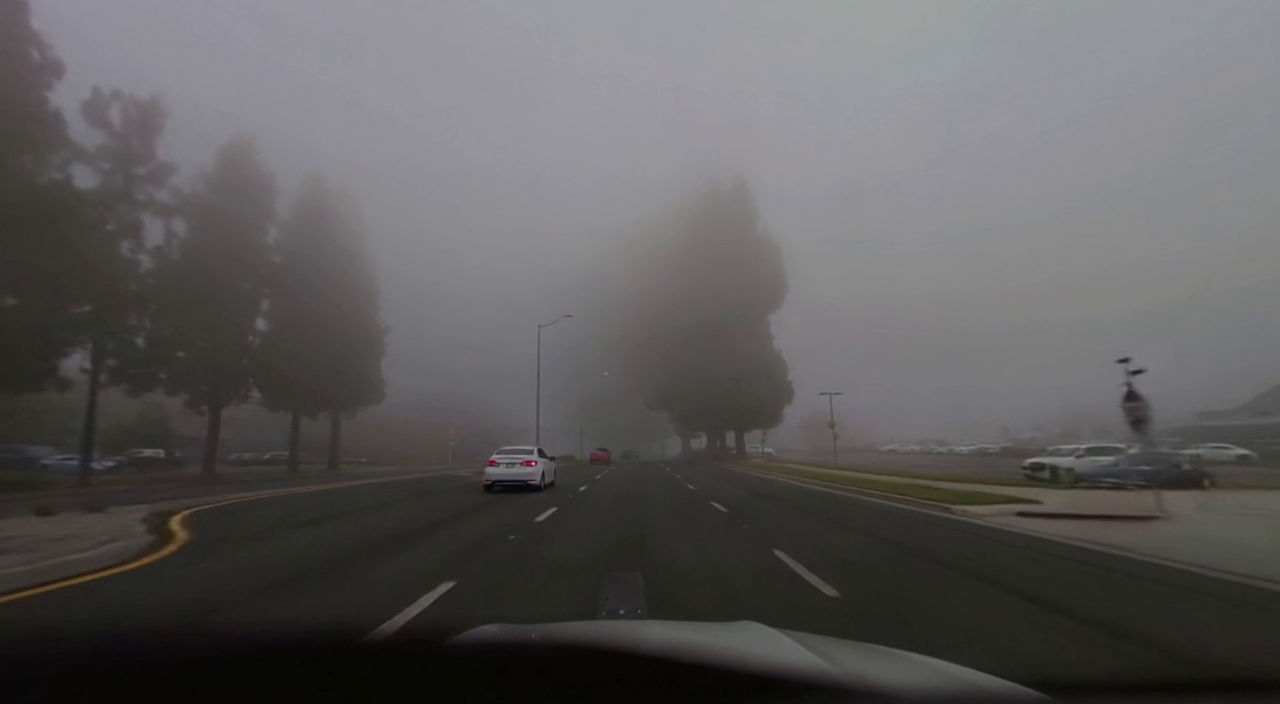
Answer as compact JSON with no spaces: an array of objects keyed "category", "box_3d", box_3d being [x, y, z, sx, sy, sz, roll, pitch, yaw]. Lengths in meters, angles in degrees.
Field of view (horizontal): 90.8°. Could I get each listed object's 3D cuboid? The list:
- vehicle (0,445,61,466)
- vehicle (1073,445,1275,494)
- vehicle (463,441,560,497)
[{"category":"vehicle","box_3d":[-46.145,7.694,46.727,4.508,1.446,2.058,-1,-9,-1]},{"category":"vehicle","box_3d":[16.215,3.566,19.381,4.341,1.412,2.035,0,-9,-1]},{"category":"vehicle","box_3d":[-3.702,3.446,19.047,2.003,1.454,4.484,0,-9,0]}]
